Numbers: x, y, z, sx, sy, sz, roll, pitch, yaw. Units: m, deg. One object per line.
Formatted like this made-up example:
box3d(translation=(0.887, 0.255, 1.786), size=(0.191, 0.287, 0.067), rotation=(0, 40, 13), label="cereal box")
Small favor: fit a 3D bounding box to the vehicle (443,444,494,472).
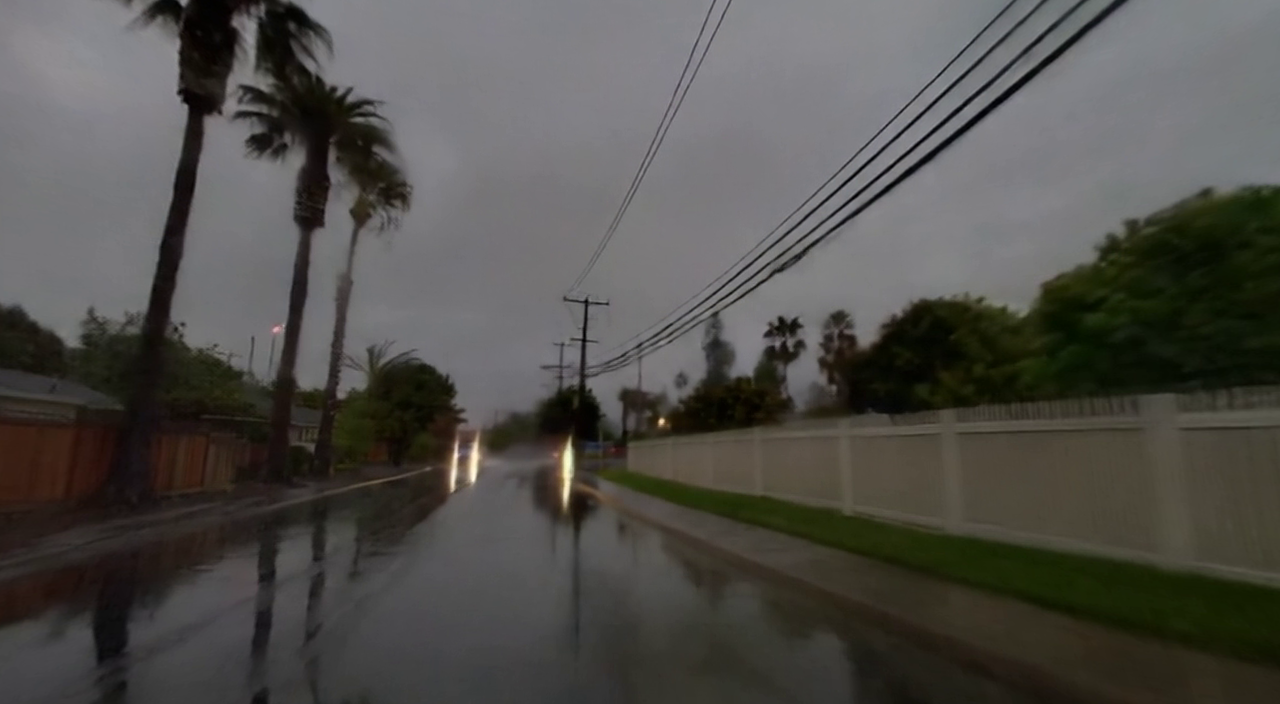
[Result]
box3d(translation=(-11.302, 6.989, 41.957), size=(2.208, 1.758, 4.529), rotation=(1, -9, -2), label="vehicle")
